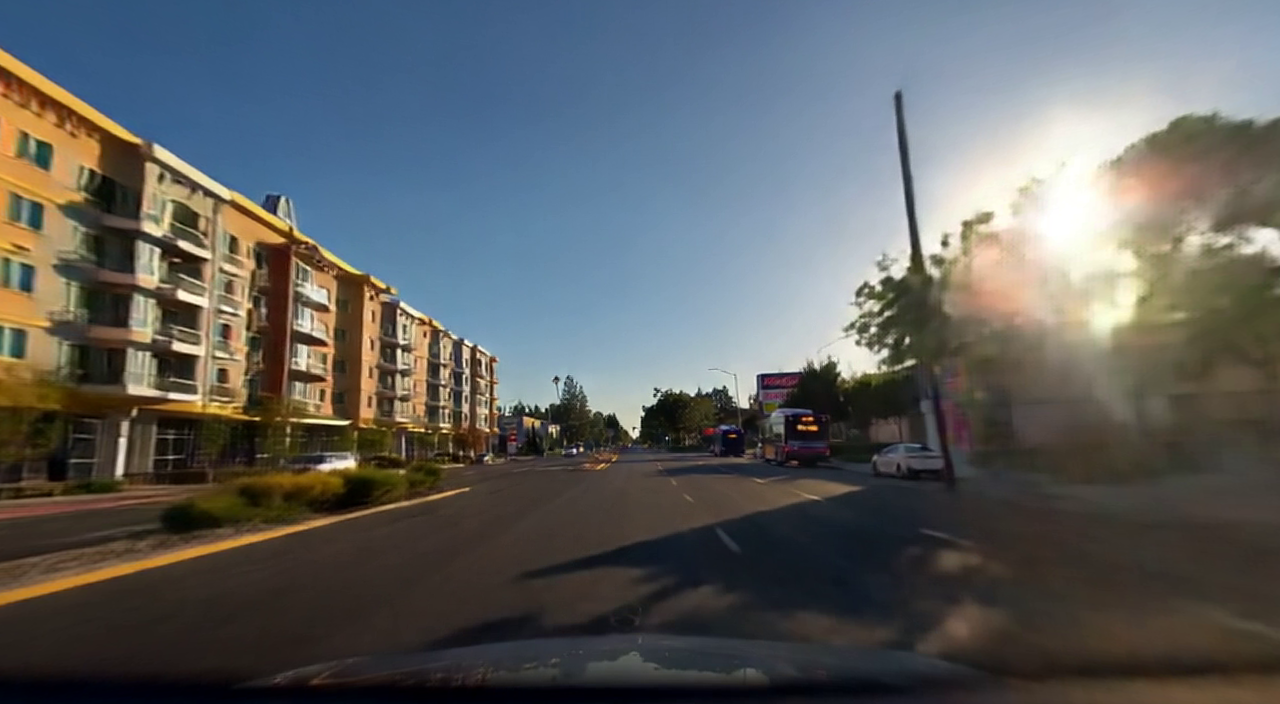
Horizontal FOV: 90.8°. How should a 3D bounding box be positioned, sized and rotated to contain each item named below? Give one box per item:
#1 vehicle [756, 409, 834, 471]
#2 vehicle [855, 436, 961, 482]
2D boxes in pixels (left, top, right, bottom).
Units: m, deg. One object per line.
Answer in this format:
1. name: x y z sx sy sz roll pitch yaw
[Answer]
1. vehicle: 9.900 5.797 41.370 2.897 3.584 7.857 1 -8 -2
2. vehicle: 10.238 4.111 24.581 2.085 1.630 4.403 0 -8 -1
